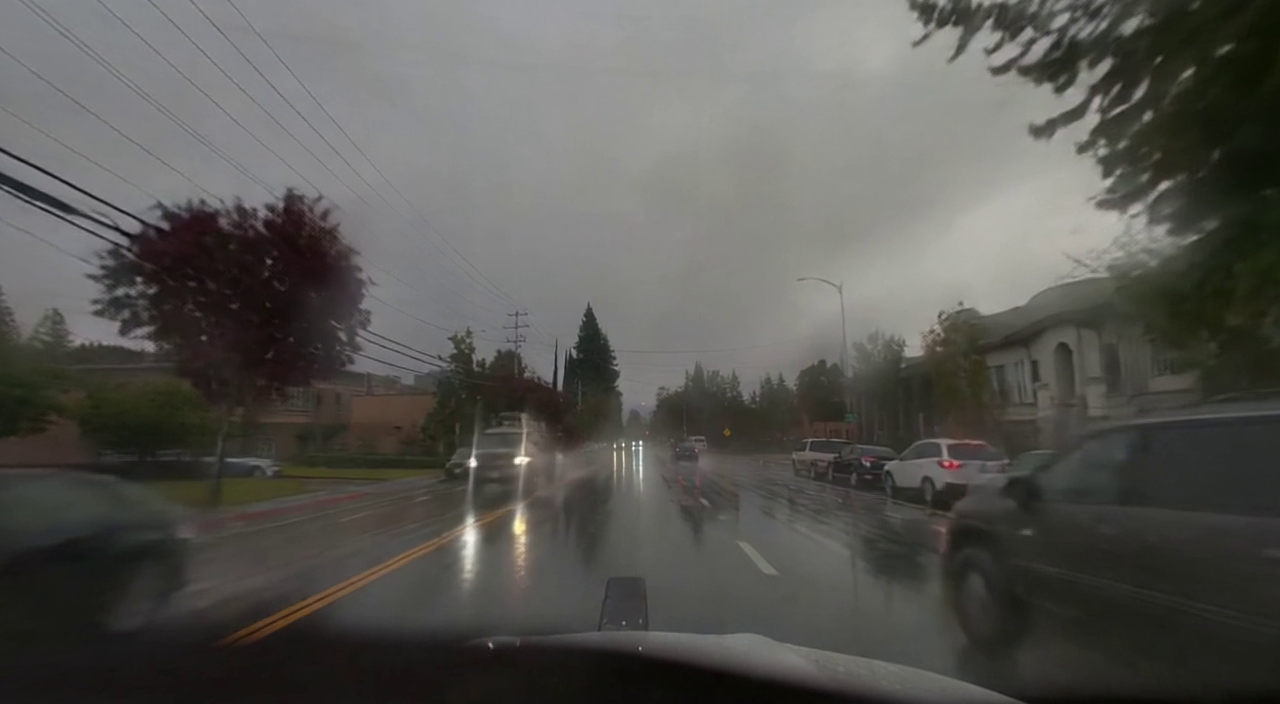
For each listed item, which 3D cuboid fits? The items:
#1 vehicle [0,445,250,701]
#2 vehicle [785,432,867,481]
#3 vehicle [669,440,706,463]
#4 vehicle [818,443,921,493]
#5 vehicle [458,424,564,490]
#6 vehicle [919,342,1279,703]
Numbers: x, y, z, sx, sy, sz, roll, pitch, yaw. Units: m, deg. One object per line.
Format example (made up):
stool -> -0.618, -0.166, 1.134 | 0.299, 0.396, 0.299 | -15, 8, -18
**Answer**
vehicle -> -4.723, 1.314, 3.823 | 1.989, 1.474, 4.112 | -1, -9, 2
vehicle -> 8.084, 4.599, 28.008 | 2.133, 1.911, 5.455 | -1, -8, 2
vehicle -> 3.247, 6.963, 44.353 | 2.059, 1.489, 4.629 | 0, -8, -2
vehicle -> 7.741, 3.920, 21.808 | 1.862, 1.492, 4.571 | 1, -8, 0
vehicle -> -4.429, 3.758, 22.892 | 2.435, 2.069, 5.772 | -1, -8, 2
vehicle -> 3.311, 0.897, 2.795 | 2.004, 1.704, 4.573 | 0, -9, 0
